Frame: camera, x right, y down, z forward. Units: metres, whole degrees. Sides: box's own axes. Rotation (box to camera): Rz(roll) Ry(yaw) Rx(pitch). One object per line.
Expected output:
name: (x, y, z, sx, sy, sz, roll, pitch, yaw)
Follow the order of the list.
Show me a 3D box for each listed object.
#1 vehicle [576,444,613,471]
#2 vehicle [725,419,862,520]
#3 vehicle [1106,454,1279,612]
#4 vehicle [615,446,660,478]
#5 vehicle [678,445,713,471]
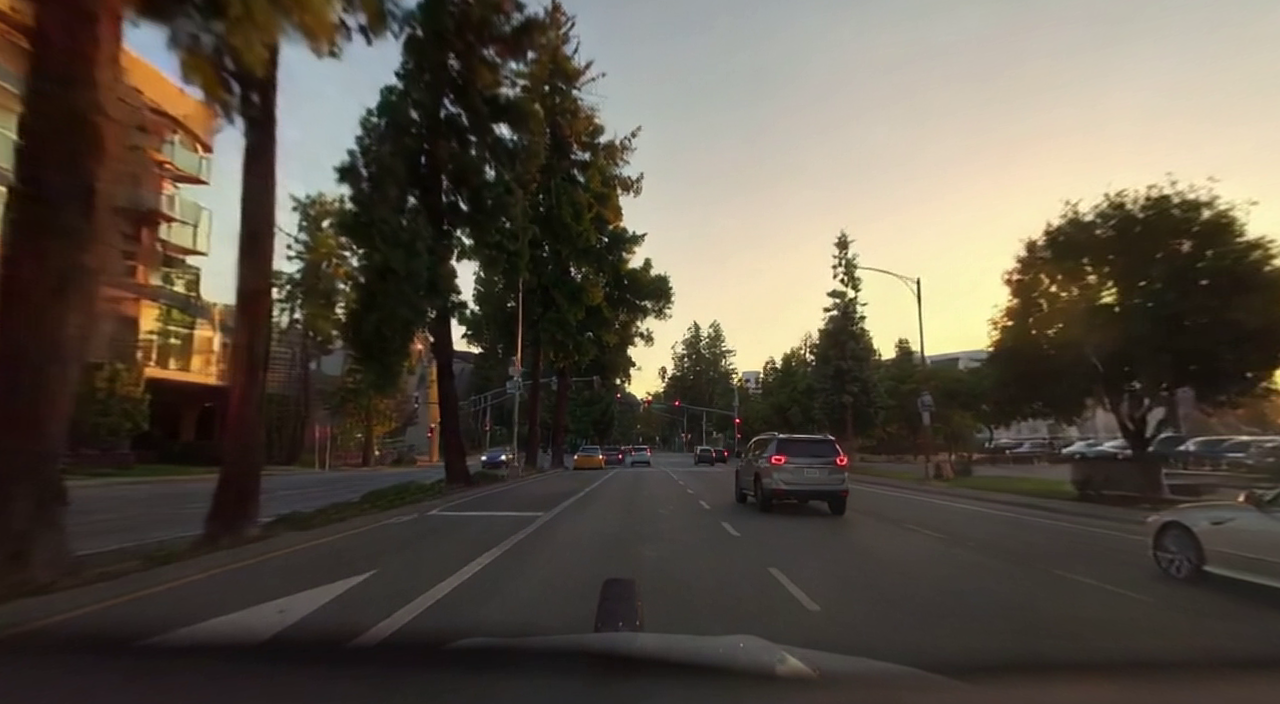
vehicle: (-2.897, 6.824, 41.000, 1.962, 1.632, 3.979, 0, -9, 1)
vehicle: (3.272, 2.613, 14.492, 2.035, 1.940, 4.299, 0, -9, 0)
vehicle: (6.973, 1.743, 5.871, 2.003, 1.428, 4.330, 3, -9, 0)
vehicle: (-0.109, 5.409, 31.290, 2.119, 1.460, 3.847, 0, -9, 0)
vehicle: (3.791, 7.294, 43.798, 1.922, 1.708, 4.126, 0, -9, -1)
